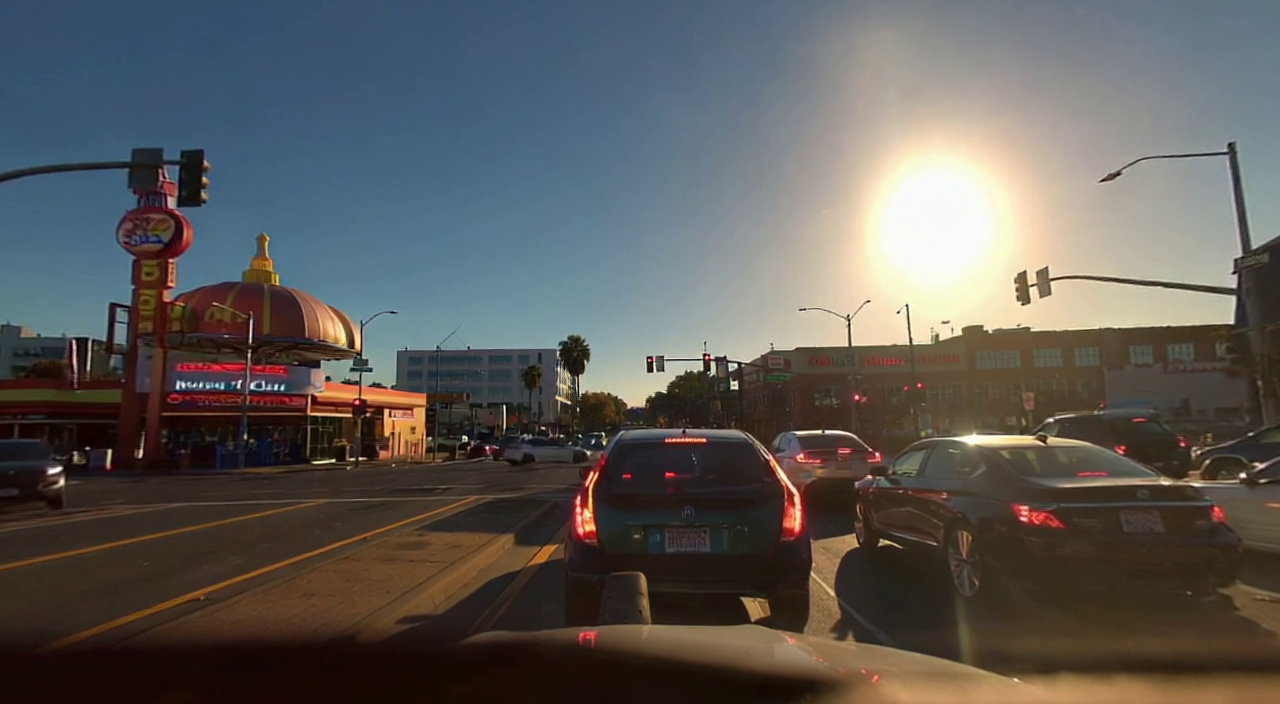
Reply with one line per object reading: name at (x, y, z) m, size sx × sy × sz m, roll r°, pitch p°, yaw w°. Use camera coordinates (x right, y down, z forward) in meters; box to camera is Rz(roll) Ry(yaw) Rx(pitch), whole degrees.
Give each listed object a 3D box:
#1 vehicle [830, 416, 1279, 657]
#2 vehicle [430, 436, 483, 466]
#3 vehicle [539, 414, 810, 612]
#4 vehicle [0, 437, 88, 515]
vehicle at (3.521, 1.482, 6.232) m, size 1.883 × 1.480 × 4.489 m, roll 0°, pitch -8°, yaw 0°
vehicle at (-12.112, 6.565, 41.942) m, size 2.122 × 1.829 × 4.559 m, roll 0°, pitch -8°, yaw 0°
vehicle at (0.216, 1.522, 6.843) m, size 2.073 × 1.496 × 3.892 m, roll 0°, pitch -8°, yaw -1°
vehicle at (-16.515, 3.152, 16.440) m, size 4.841 × 1.783 × 2.203 m, roll -7°, pitch -11°, yaw 38°
